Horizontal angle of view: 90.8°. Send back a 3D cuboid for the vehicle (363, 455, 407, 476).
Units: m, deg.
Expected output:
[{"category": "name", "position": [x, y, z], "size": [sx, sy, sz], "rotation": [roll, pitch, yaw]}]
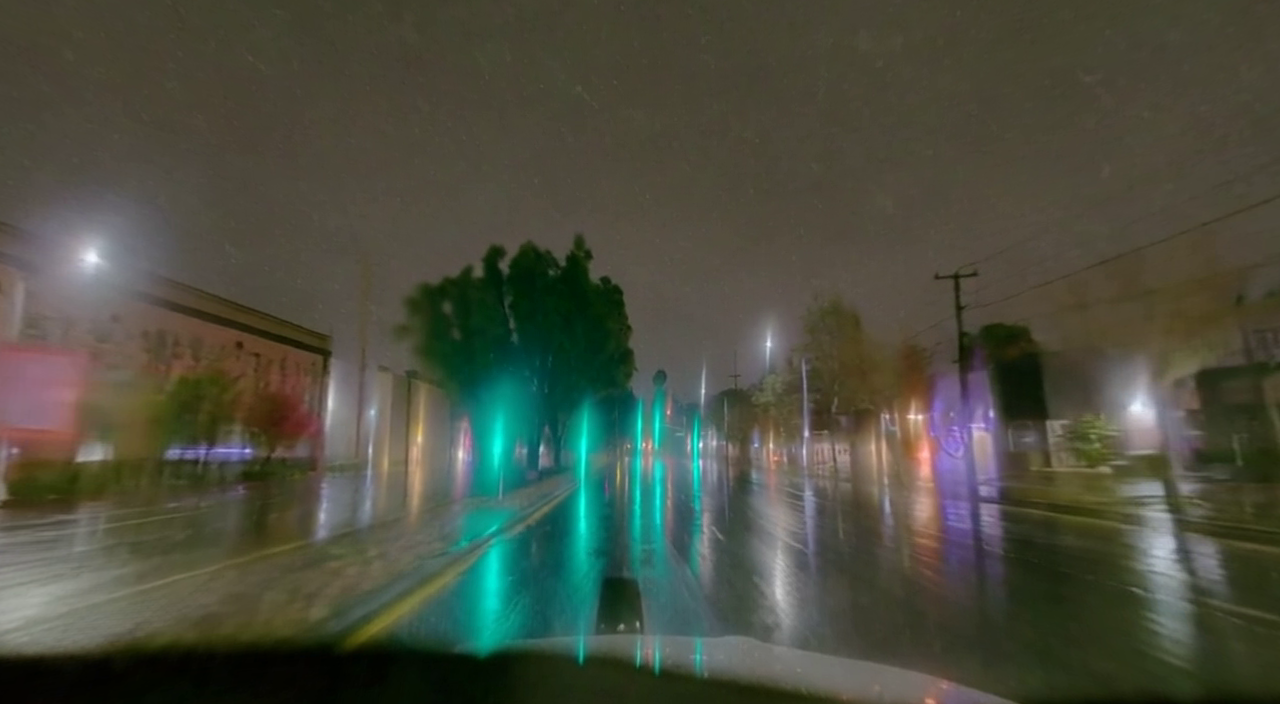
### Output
[{"category": "vehicle", "position": [-19.846, 8.810, 49.329], "size": [1.855, 1.498, 3.587], "rotation": [0, -8, 1]}]
